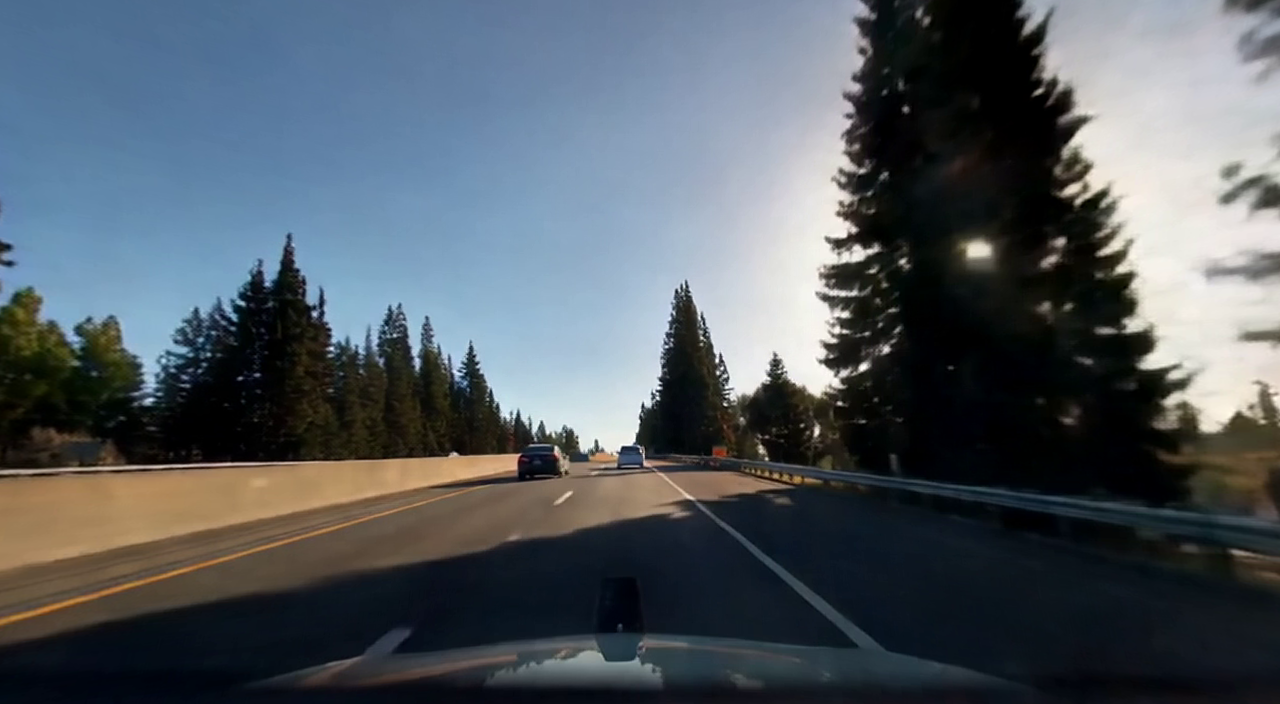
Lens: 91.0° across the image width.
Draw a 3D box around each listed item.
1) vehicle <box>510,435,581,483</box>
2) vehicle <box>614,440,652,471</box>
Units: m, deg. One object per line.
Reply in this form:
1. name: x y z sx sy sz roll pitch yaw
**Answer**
1. vehicle: -3.745 4.324 25.776 2.130 1.741 4.665 0 -8 1
2. vehicle: -0.421 6.096 37.239 2.130 1.684 3.826 0 -8 -1
